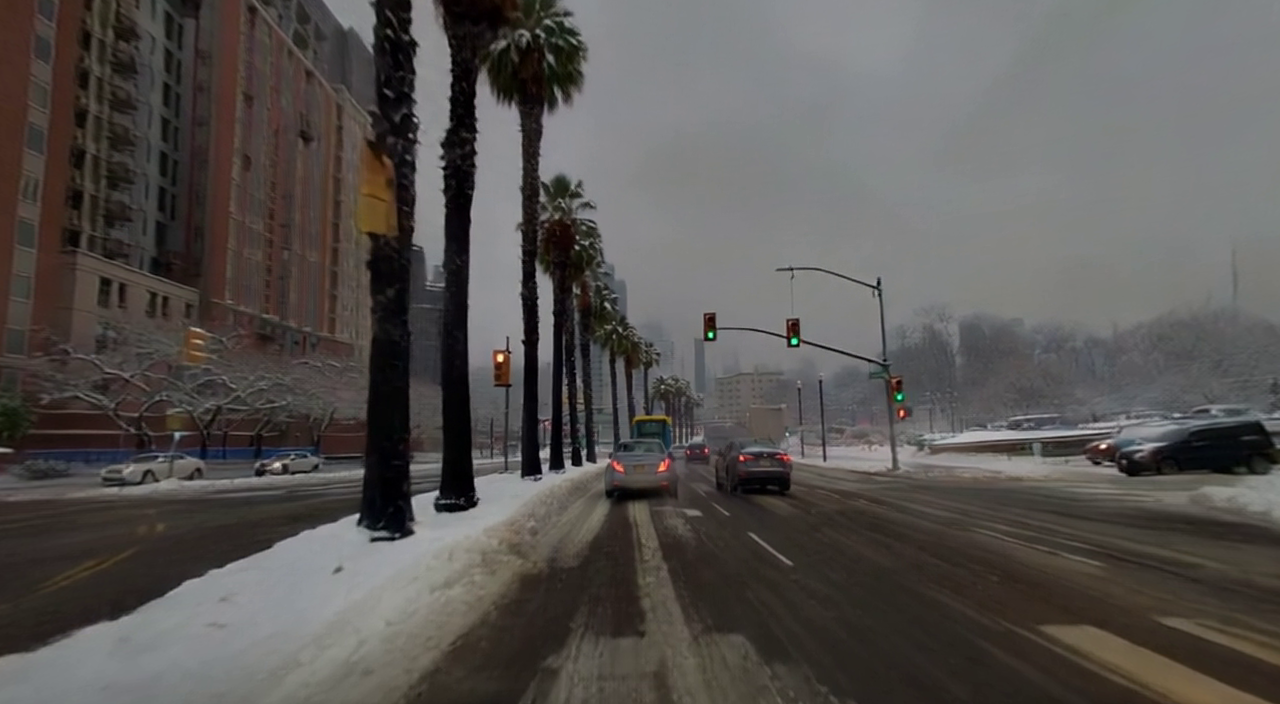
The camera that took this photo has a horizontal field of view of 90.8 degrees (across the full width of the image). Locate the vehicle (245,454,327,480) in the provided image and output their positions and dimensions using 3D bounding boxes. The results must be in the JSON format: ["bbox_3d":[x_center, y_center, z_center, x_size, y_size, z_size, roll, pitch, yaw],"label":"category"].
[{"bbox_3d":[-22.127,7.190,39.760,1.809,1.472,4.601,-2,-9,13],"label":"vehicle"}]

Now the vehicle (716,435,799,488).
[{"bbox_3d":[3.583,3.399,19.904,1.909,1.500,3.524,0,-9,0],"label":"vehicle"}]

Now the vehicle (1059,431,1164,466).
[{"bbox_3d":[21.506,4.437,29.102,1.852,1.455,4.673,-2,-9,9],"label":"vehicle"}]

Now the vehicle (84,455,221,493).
[{"bbox_3d":[-21.607,5.376,28.275,1.844,1.478,4.618,-2,-9,13],"label":"vehicle"}]

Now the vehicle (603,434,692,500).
[{"bbox_3d":[0.208,2.940,16.503,2.048,1.503,3.681,-1,-9,1],"label":"vehicle"}]

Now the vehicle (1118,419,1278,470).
[{"bbox_3d":[20.425,3.446,23.469,1.959,1.674,4.706,-1,-9,6],"label":"vehicle"}]
